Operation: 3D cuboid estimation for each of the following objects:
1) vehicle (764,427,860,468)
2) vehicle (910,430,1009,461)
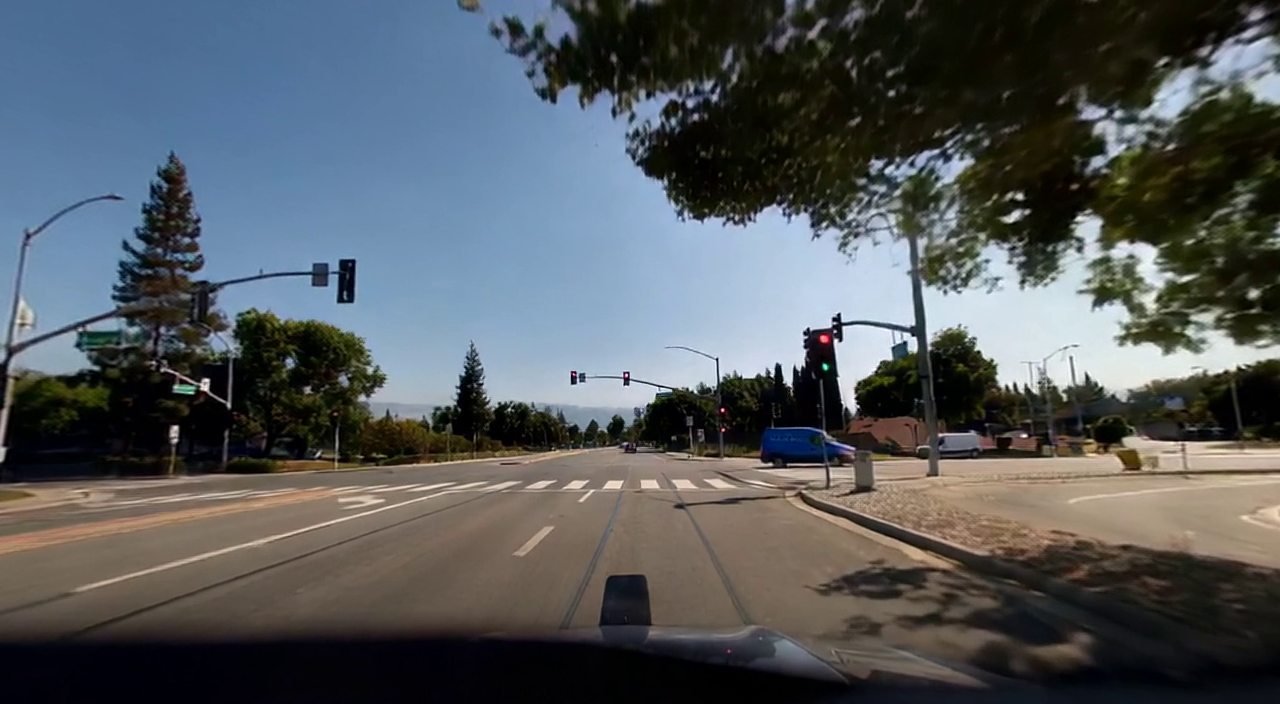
[{"bbox_3d":[8.752,4.854,32.181,4.536,1.965,1.780,-3,-9,17],"label":"vehicle"},{"bbox_3d":[19.046,5.589,37.707,4.790,1.798,1.909,0,-8,1],"label":"vehicle"}]
